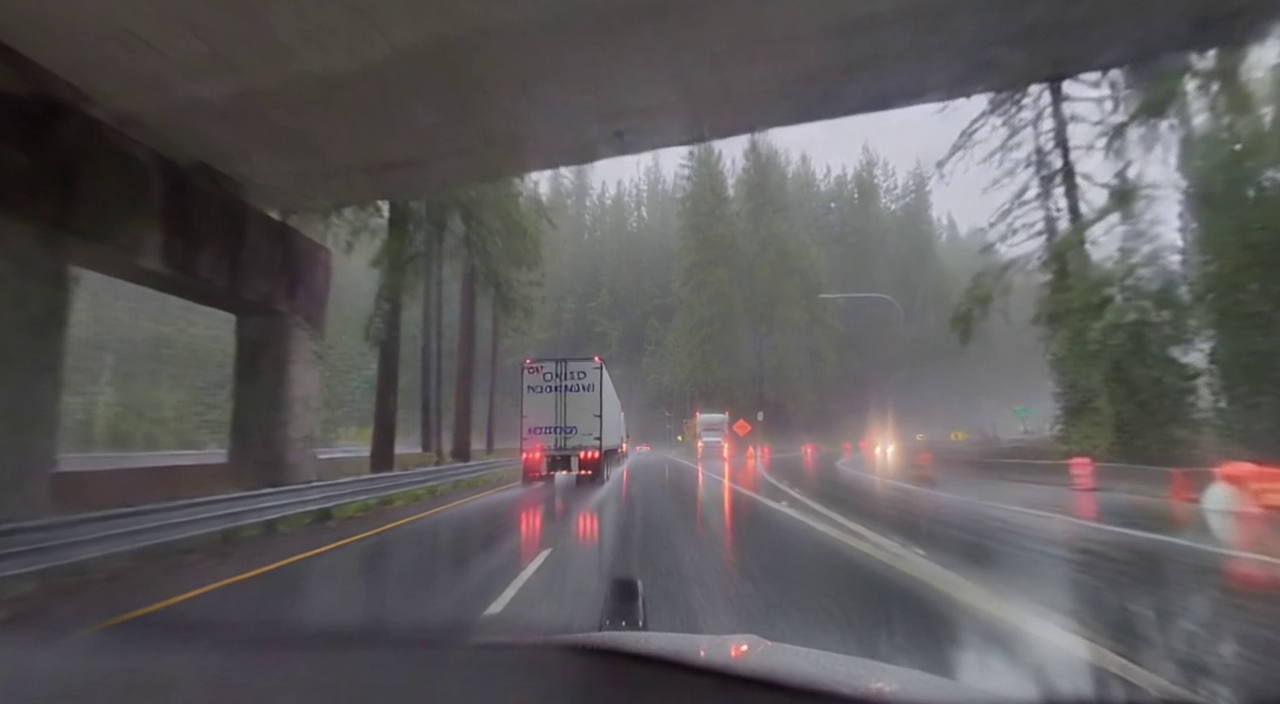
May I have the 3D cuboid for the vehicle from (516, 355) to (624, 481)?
[{"bbox_3d":[-2.486,3.406,28.634,2.873,4.060,16.327,-1,-9,1],"label":"vehicle"}]

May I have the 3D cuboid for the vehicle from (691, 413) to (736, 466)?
[{"bbox_3d":[5.135,6.163,44.601,2.928,3.571,3.032,0,-8,3],"label":"vehicle"}]
